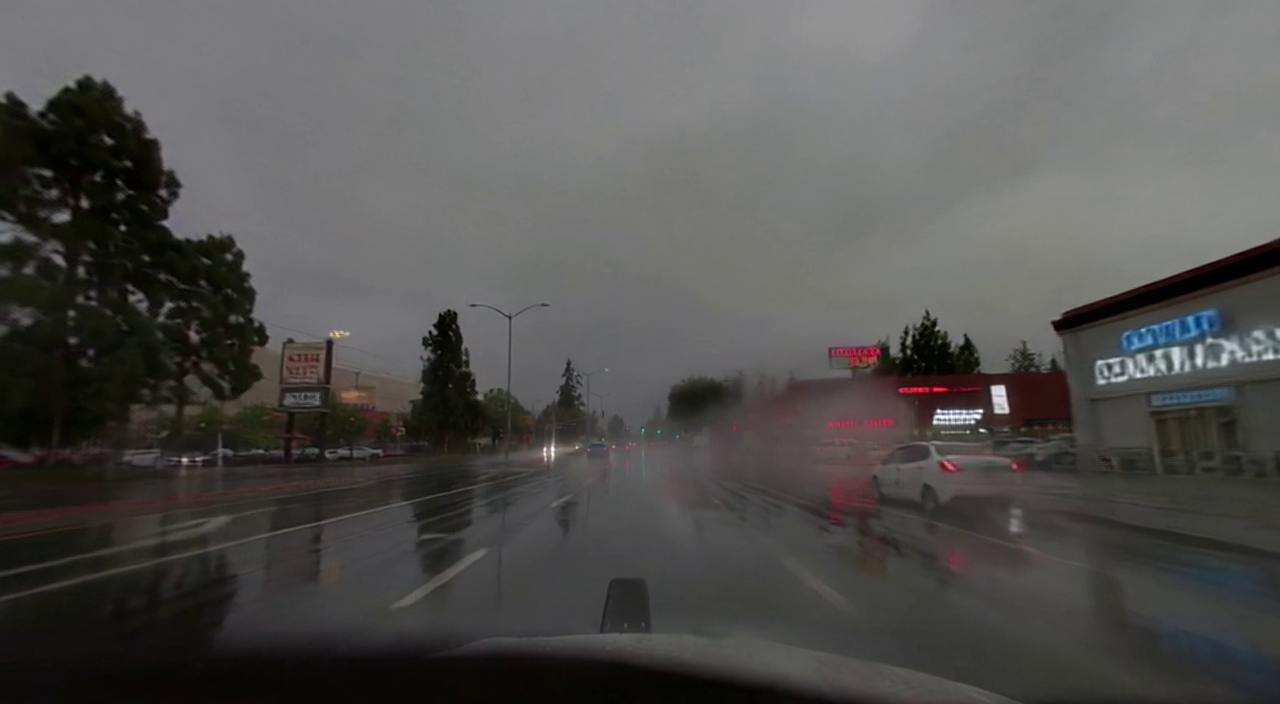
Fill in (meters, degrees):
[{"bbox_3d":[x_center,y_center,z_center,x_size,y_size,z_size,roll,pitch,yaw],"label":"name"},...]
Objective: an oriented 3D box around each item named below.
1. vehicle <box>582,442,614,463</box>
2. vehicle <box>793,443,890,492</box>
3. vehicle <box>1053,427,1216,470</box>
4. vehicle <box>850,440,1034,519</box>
[{"bbox_3d":[-3.019,7.335,46.026,2.005,1.446,4.265,0,-8,1],"label":"vehicle"},{"bbox_3d":[6.788,3.912,21.804,1.923,1.482,4.558,0,-8,1],"label":"vehicle"},{"bbox_3d":[23.647,4.658,30.345,5.870,1.970,2.366,0,-8,-1],"label":"vehicle"},{"bbox_3d":[6.691,2.840,14.714,1.869,1.516,4.767,0,-8,-1],"label":"vehicle"}]
